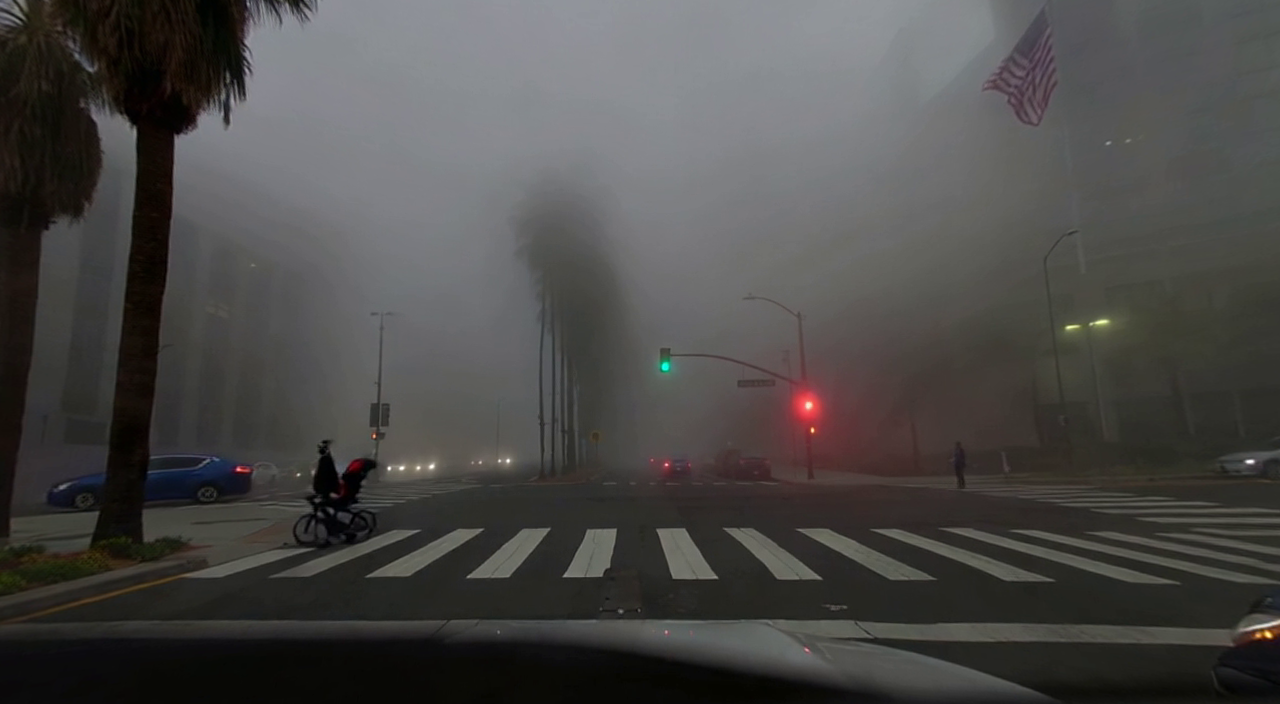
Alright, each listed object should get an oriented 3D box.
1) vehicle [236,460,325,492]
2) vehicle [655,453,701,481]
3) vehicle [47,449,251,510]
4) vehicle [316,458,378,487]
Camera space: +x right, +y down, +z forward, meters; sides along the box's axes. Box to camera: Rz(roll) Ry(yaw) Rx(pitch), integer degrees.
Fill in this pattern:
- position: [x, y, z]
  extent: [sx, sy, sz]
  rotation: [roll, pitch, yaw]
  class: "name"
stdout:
- position: [-19.940, 6.898, 35.341]
  extent: [2.069, 1.540, 4.774]
  rotation: [0, -8, 1]
  class: "vehicle"
- position: [2.217, 6.889, 38.119]
  extent: [2.000, 1.525, 4.273]
  rotation: [1, -8, -6]
  class: "vehicle"
- position: [-14.497, 3.742, 19.055]
  extent: [4.499, 1.594, 1.898]
  rotation: [4, -10, -28]
  class: "vehicle"
- position: [-20.089, 8.248, 43.499]
  extent: [2.043, 1.745, 4.420]
  rotation: [0, -8, 1]
  class: "vehicle"
